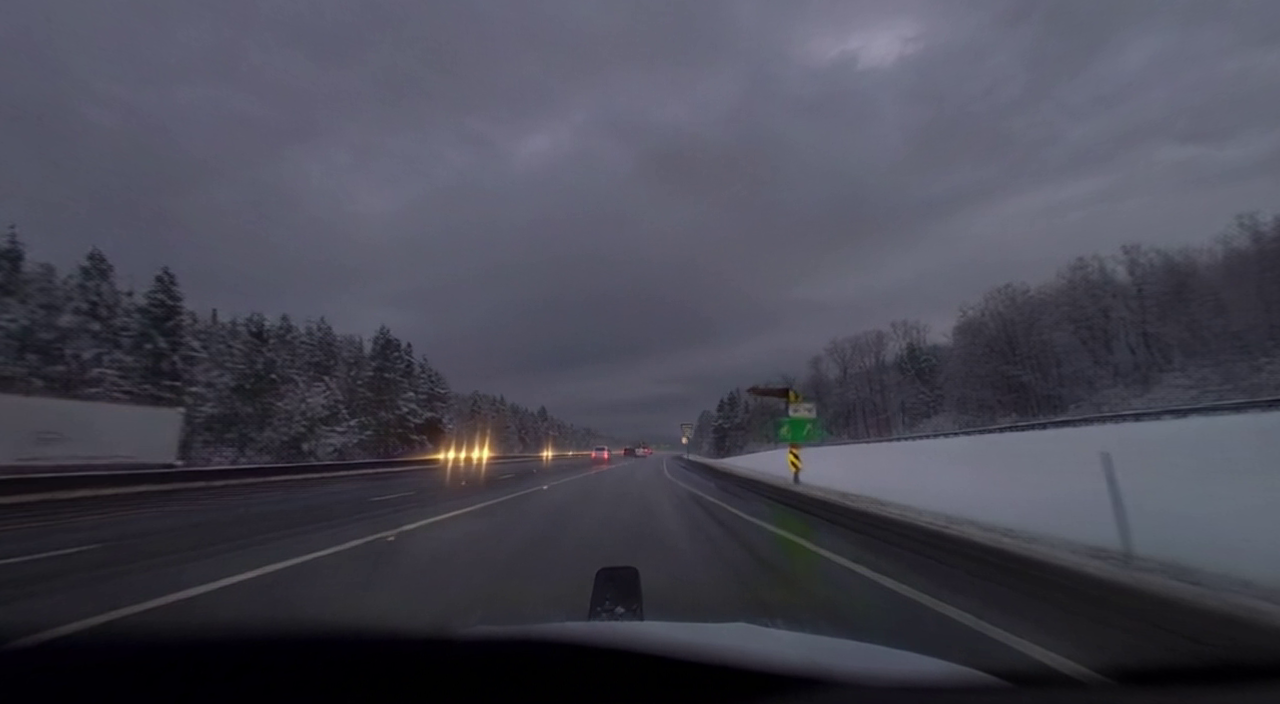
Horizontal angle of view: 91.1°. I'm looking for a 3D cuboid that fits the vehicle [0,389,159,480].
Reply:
[{"bbox_3d":[-28.489,3.763,28.244,2.799,3.794,13.269,-1,-9,2],"label":"vehicle"}]
